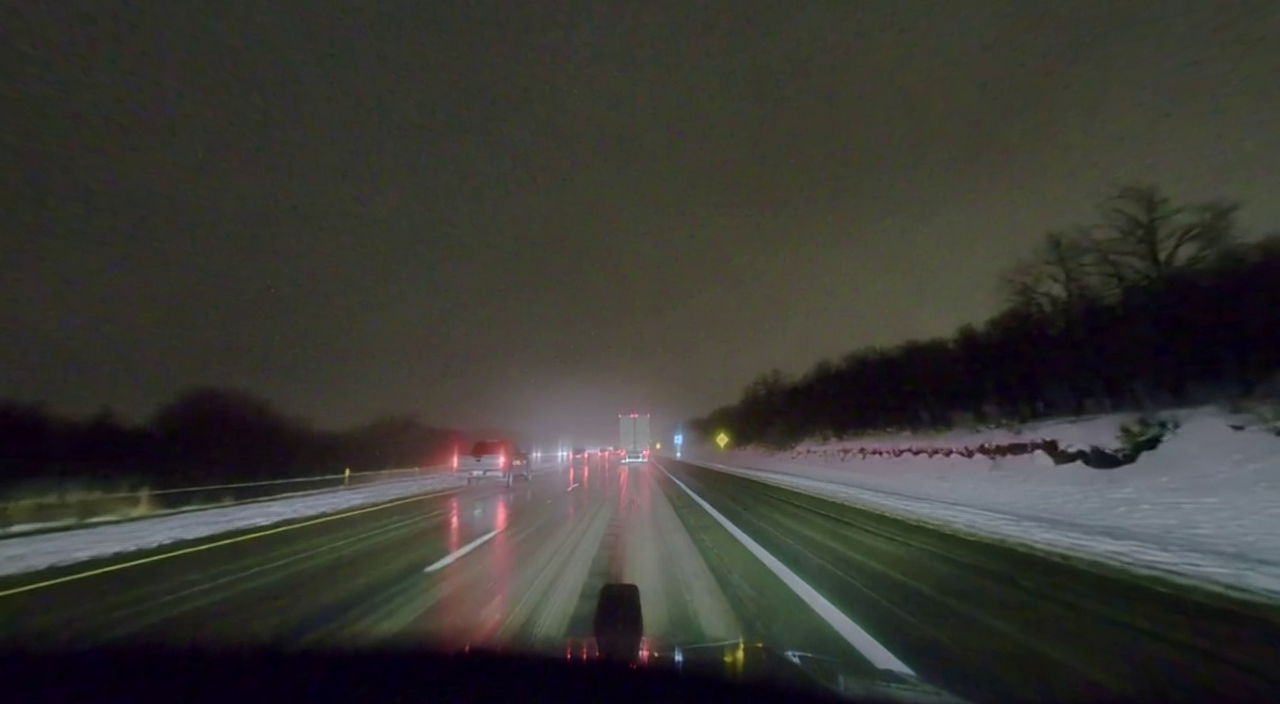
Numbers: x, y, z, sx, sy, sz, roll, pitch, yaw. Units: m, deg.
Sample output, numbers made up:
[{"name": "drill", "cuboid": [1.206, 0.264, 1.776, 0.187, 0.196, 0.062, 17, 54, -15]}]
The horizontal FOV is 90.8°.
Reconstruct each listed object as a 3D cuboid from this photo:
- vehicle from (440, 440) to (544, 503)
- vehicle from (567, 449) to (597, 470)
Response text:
[{"name": "vehicle", "cuboid": [-4.155, 3.412, 18.466, 1.991, 1.618, 4.211, 0, -9, 0]}, {"name": "vehicle", "cuboid": [-4.509, 8.367, 49.349, 1.978, 1.507, 4.062, 0, -9, 0]}]
